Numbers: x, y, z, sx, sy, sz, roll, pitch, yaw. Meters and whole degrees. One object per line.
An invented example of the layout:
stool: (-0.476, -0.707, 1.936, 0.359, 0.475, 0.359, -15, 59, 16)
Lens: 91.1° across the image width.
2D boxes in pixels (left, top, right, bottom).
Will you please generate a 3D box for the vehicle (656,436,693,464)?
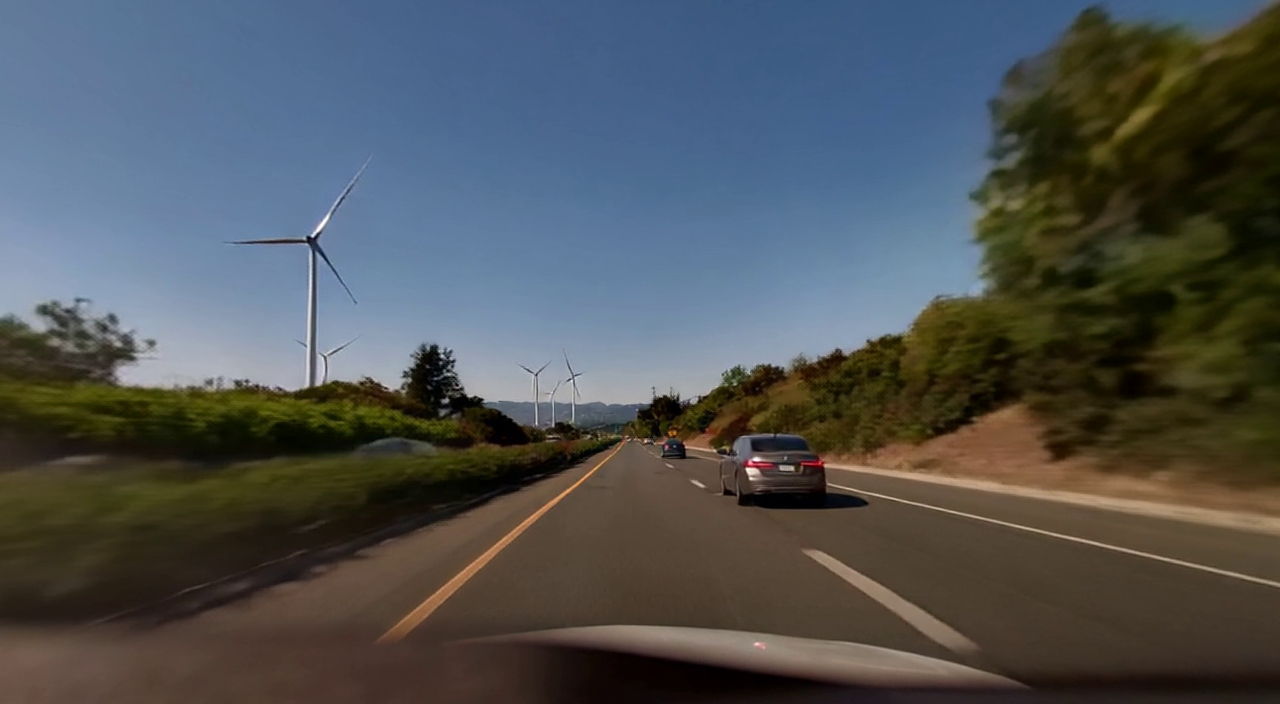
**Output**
vehicle: (2.166, 6.295, 40.734, 2.066, 1.661, 4.500, 0, -8, -1)

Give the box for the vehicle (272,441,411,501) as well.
vehicle: (-8.465, 3.370, 18.358, 1.963, 1.454, 4.428, 0, -8, -1)

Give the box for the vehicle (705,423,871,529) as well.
vehicle: (2.525, 2.212, 11.974, 2.038, 1.624, 4.312, 0, -8, -1)
